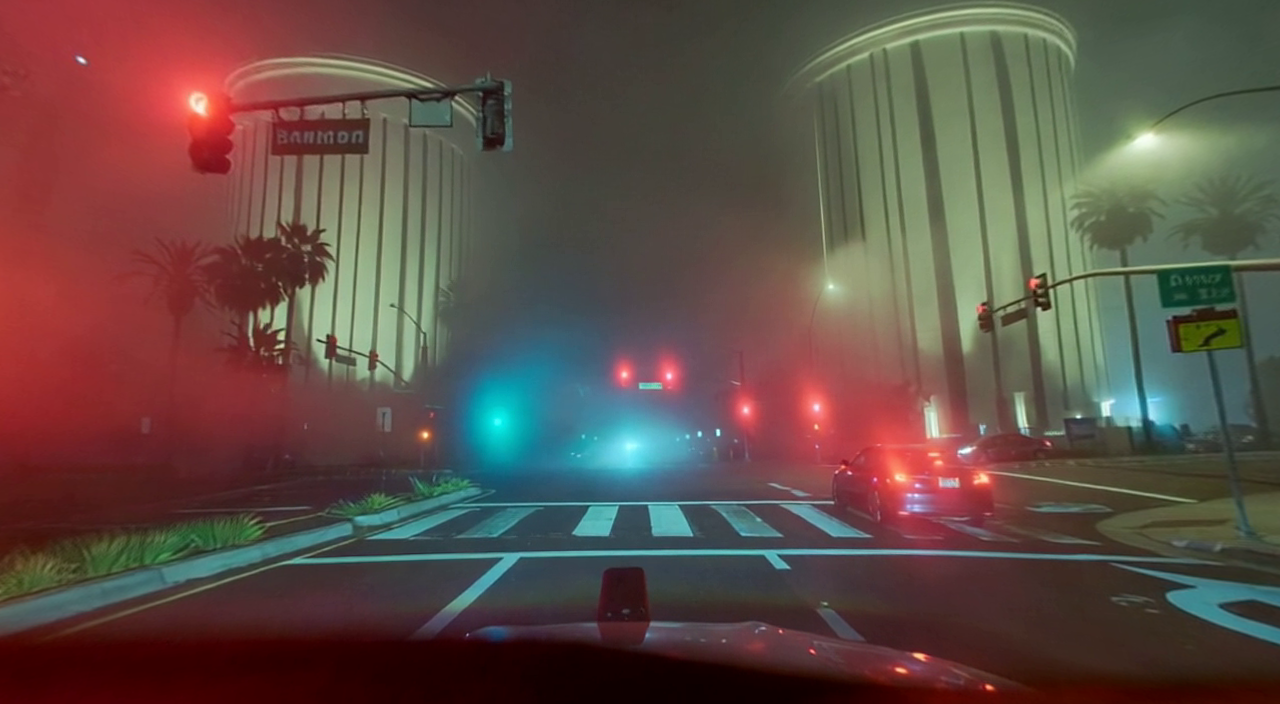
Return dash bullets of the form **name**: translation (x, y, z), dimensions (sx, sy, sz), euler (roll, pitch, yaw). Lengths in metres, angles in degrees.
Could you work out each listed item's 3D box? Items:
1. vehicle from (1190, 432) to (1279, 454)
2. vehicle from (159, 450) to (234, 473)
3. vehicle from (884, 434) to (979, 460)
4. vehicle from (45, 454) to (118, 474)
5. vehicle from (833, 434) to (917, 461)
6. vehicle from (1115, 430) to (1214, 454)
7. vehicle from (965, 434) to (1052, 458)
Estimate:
- **vehicle**: translation (42.295, 6.483, 44.878), dimensions (4.437, 1.469, 1.811), euler (0, -8, 0)
- **vehicle**: translation (-32.967, 8.117, 46.867), dimensions (4.136, 1.661, 1.857), euler (0, -8, 1)
- **vehicle**: translation (17.087, 5.581, 37.133), dimensions (4.684, 1.461, 1.777), euler (0, -8, -1)
- **vehicle**: translation (-41.516, 8.326, 46.918), dimensions (3.698, 1.467, 1.779), euler (0, -8, 1)
- **vehicle**: translation (15.205, 6.167, 40.863), dimensions (4.648, 1.665, 1.910), euler (0, -8, -1)
- **vehicle**: translation (33.357, 5.759, 40.178), dimensions (4.567, 1.458, 1.791), euler (0, -8, 2)
- **vehicle**: translation (23.703, 6.047, 40.604), dimensions (4.423, 1.465, 1.798), euler (0, -8, 1)
